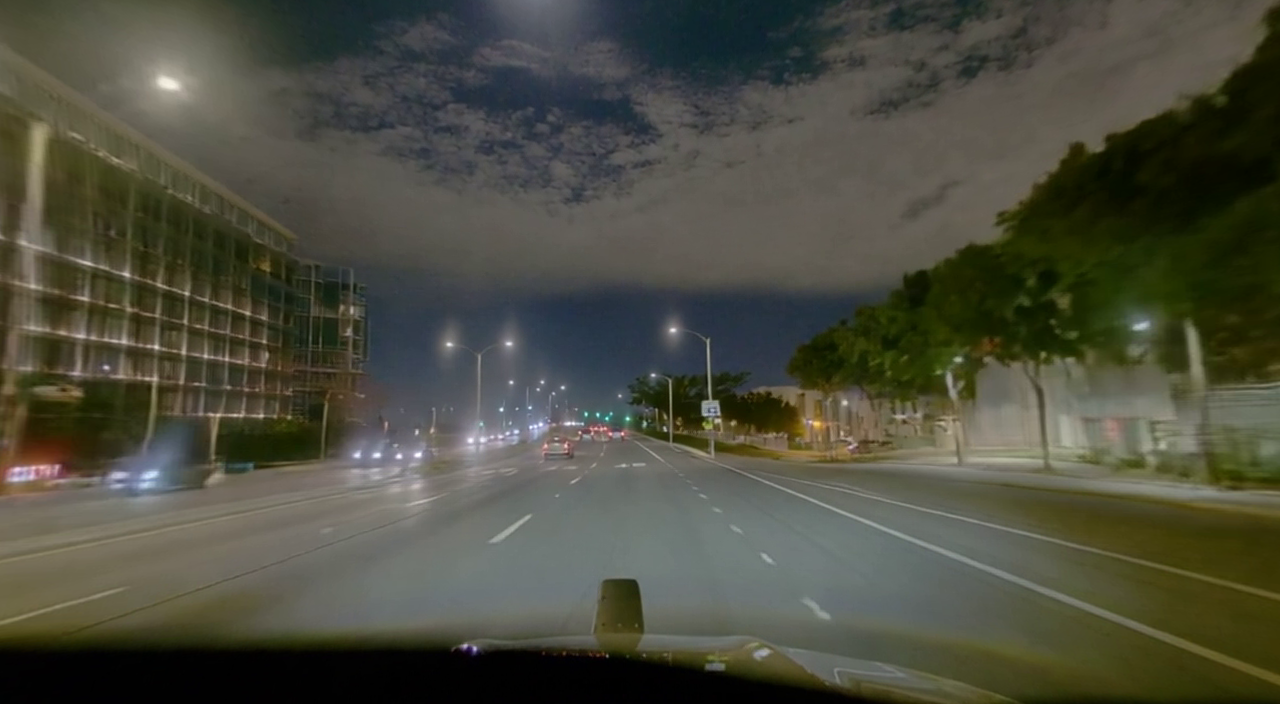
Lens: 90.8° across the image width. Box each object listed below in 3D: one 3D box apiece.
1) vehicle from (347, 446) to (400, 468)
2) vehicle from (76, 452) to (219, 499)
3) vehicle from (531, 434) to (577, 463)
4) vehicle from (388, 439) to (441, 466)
[{"bbox_3d":[-19.397,7.660,46.184,1.976,1.415,4.341,-1,-8,1],"label":"vehicle"},{"bbox_3d":[-20.158,5.044,26.182,2.077,1.655,4.570,-1,-8,3],"label":"vehicle"},{"bbox_3d":[-4.752,5.376,35.343,2.025,1.474,4.292,-1,-8,-1],"label":"vehicle"},{"bbox_3d":[-15.796,7.063,44.536,1.990,1.739,4.544,-1,-8,2],"label":"vehicle"}]
